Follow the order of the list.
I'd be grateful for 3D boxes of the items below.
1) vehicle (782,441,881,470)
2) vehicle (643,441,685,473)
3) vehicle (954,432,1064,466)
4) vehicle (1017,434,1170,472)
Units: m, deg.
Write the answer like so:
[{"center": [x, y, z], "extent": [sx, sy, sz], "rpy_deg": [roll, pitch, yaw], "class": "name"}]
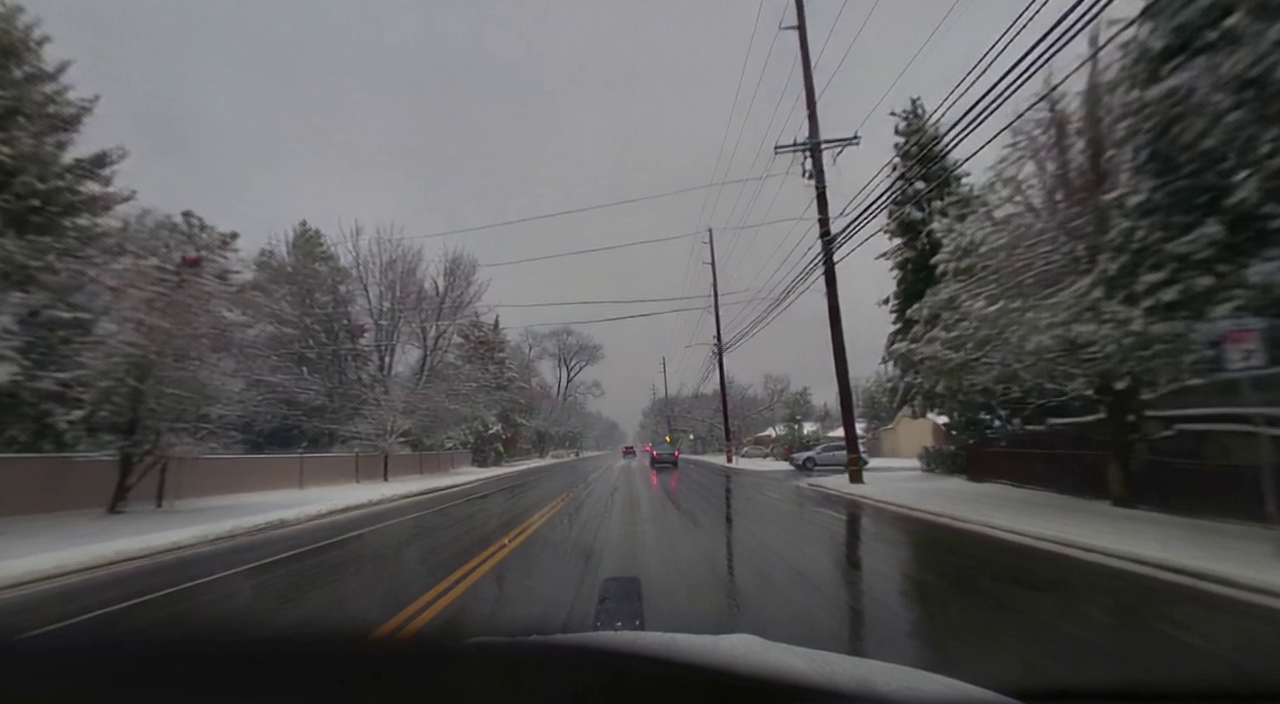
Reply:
[{"center": [9.941, 5.396, 33.094], "extent": [4.511, 1.473, 1.962], "rpy_deg": [0, -8, -2], "class": "vehicle"}, {"center": [1.167, 5.319, 32.269], "extent": [1.975, 1.497, 3.647], "rpy_deg": [0, -9, 0], "class": "vehicle"}, {"center": [19.571, 5.185, 33.696], "extent": [4.566, 1.691, 1.996], "rpy_deg": [0, -9, 0], "class": "vehicle"}, {"center": [19.303, 4.327, 27.063], "extent": [4.869, 1.477, 2.076], "rpy_deg": [-1, -9, 2], "class": "vehicle"}]
